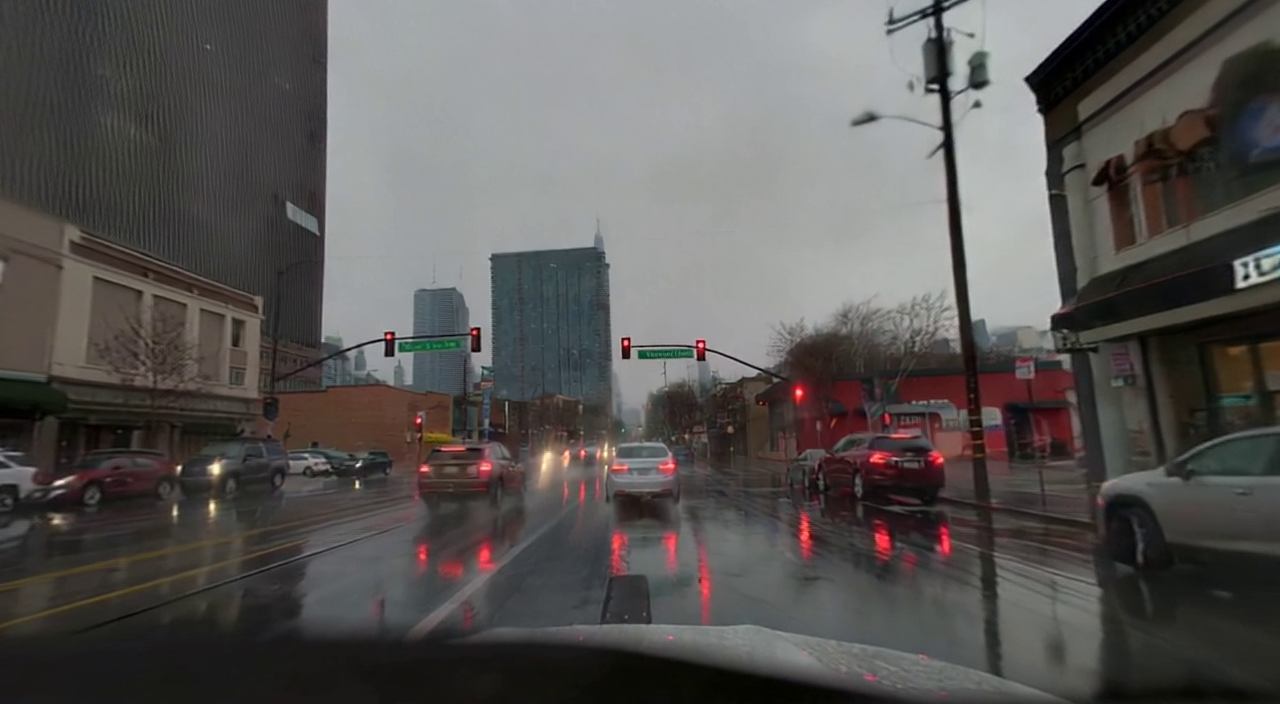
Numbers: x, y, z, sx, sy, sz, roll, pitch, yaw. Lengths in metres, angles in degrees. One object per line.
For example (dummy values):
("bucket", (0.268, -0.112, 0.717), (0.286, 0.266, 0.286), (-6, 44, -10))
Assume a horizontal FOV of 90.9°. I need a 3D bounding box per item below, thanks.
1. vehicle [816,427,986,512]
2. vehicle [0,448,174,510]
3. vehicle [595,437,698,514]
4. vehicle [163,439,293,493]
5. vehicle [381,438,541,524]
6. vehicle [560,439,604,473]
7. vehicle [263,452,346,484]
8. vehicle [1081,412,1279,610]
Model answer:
("vehicle", (6.579, 3.020, 16.765), (2.289, 1.867, 5.322), (0, -9, 1))
("vehicle", (-17.094, 3.824, 19.543), (1.888, 1.692, 4.356), (0, -9, 0))
("vehicle", (0.102, 2.753, 14.530), (2.037, 1.484, 4.073), (0, -9, -1))
("vehicle", (-16.817, 4.646, 26.205), (2.239, 1.963, 5.779), (1, -9, -9))
("vehicle", (-3.431, 2.552, 13.044), (1.950, 1.450, 4.257), (0, -9, 1))
("vehicle", (-3.104, 5.688, 34.535), (2.007, 1.736, 4.185), (0, -9, 1))
("vehicle", (-17.179, 5.926, 32.507), (1.774, 1.436, 4.473), (0, -9, 1))
("vehicle", (6.598, 1.402, 5.595), (1.986, 1.722, 4.516), (0, -9, -1))
